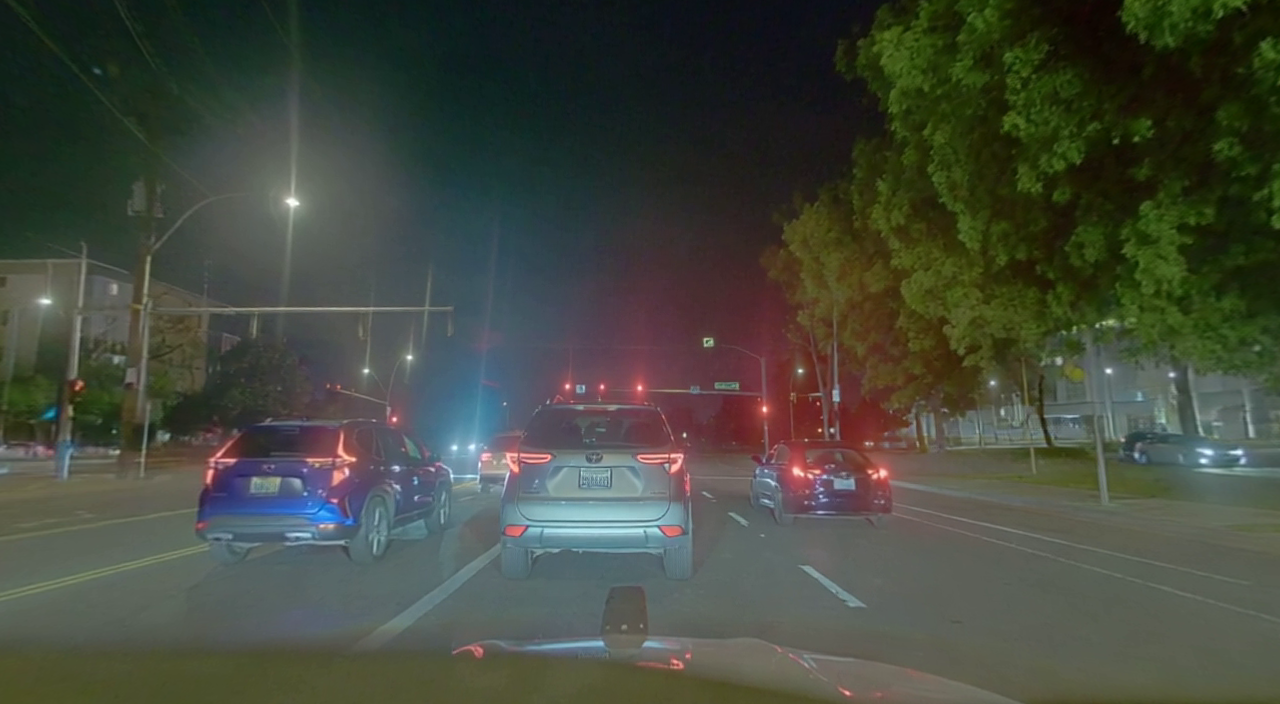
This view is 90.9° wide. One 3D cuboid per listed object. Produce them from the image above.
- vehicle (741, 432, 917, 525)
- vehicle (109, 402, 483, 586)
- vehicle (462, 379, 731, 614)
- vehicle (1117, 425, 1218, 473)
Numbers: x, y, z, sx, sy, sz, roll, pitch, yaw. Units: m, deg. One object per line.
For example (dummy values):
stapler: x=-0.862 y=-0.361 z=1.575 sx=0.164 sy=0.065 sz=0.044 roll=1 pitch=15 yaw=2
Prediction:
vehicle: x=3.399 y=2.364 z=12.345 sx=2.121 sy=1.494 sz=4.208 roll=0 pitch=-8 yaw=0
vehicle: x=-3.713 y=1.630 z=8.097 sx=2.160 sy=1.666 sz=4.583 roll=0 pitch=-8 yaw=1
vehicle: x=-0.344 y=1.436 z=7.109 sx=2.064 sy=1.817 sz=4.298 roll=0 pitch=-8 yaw=0
vehicle: x=19.284 y=3.519 z=22.979 sx=4.215 sy=1.578 sz=1.892 roll=7 pitch=-11 yaw=-39
